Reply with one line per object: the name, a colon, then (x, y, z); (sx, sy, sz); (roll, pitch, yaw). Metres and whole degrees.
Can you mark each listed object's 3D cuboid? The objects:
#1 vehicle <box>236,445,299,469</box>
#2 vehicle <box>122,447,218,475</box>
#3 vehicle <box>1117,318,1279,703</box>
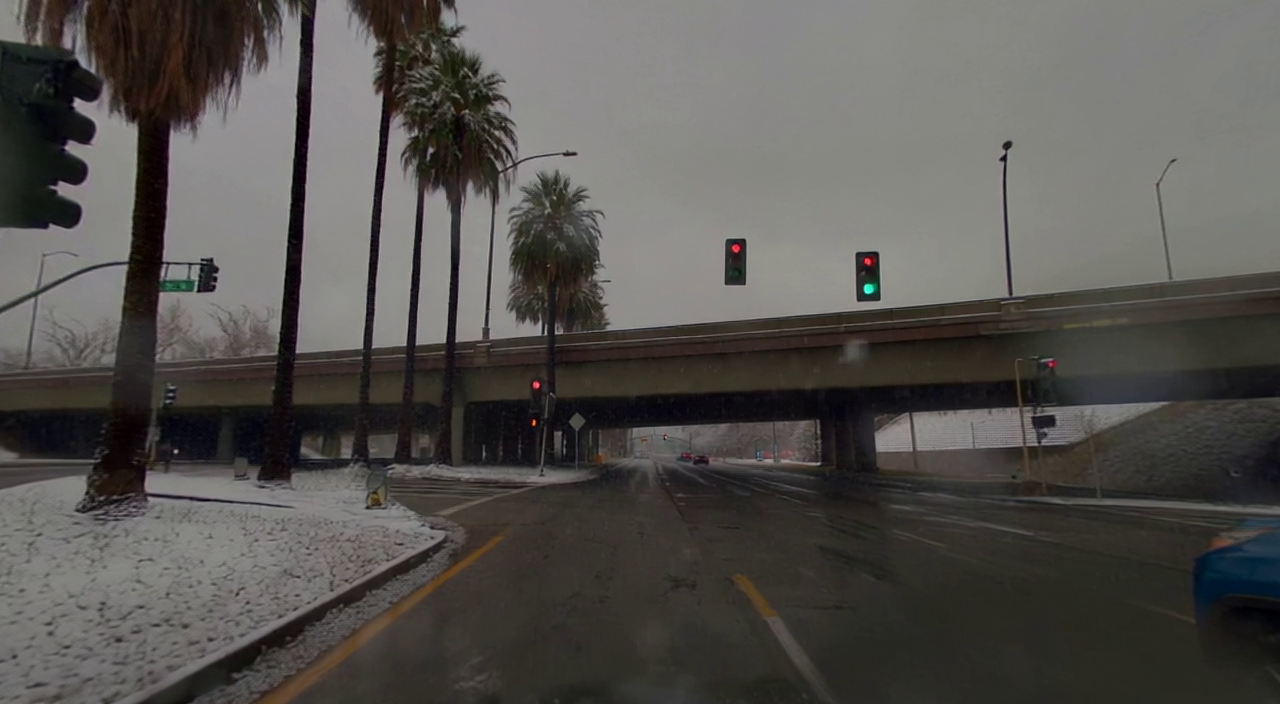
vehicle: (-26.268, 7.418, 44.556); (1.941, 1.631, 4.017); (0, -9, 0)
vehicle: (-26.549, 6.164, 35.757); (1.830, 1.443, 4.551); (0, -9, 2)
vehicle: (3.473, 0.515, 0.779); (2.028, 1.770, 4.737); (0, -9, 0)
